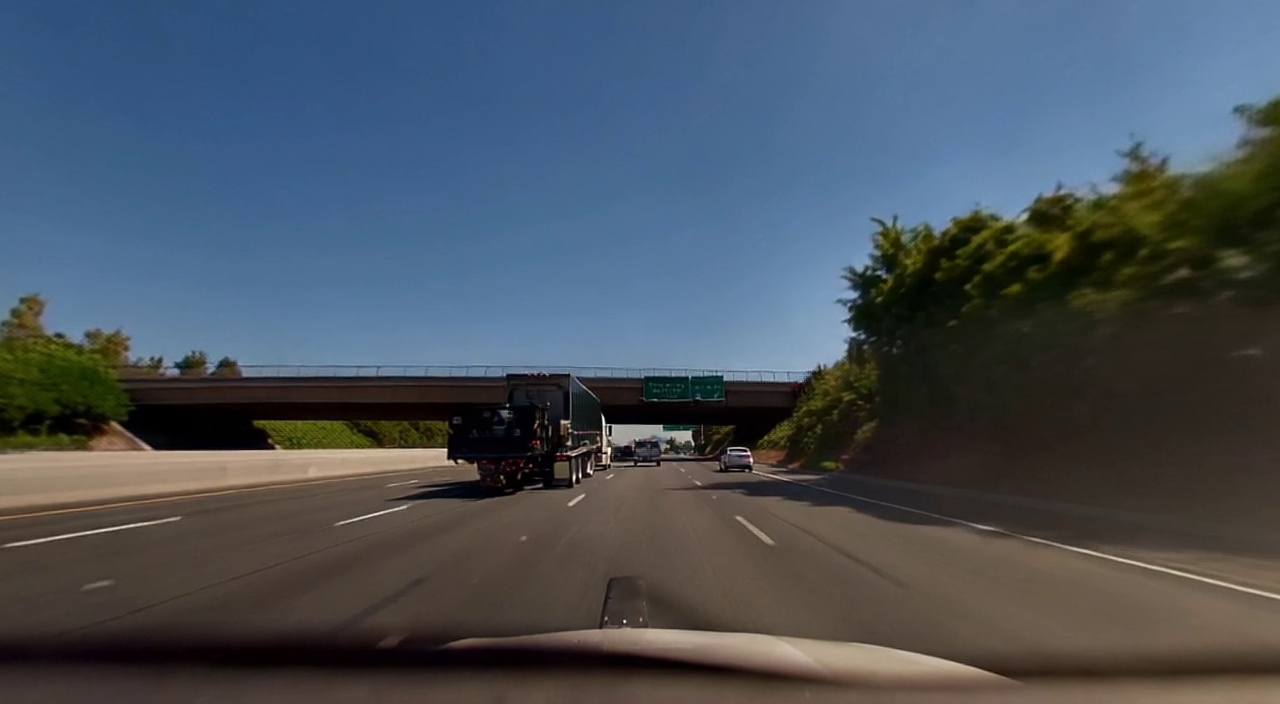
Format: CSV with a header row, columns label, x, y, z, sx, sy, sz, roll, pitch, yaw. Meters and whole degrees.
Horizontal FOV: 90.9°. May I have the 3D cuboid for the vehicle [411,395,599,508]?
label,x,y,z,sx,sy,sz,roll,pitch,yaw
vehicle,-3.414,3.366,21.782,2.854,2.379,16.653,0,-9,0

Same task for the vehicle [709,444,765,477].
label,x,y,z,sx,sy,sz,roll,pitch,yaw
vehicle,4.589,5.201,30.586,1.993,1.474,4.230,0,-8,-1

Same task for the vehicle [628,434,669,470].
label,x,y,z,sx,sy,sz,roll,pitch,yaw
vehicle,0.521,6.125,38.637,2.309,2.023,5.130,0,-8,1

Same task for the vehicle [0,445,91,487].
label,x,y,z,sx,sy,sz,roll,pitch,yaw
vehicle,-24.422,4.407,24.565,1.839,1.498,4.622,0,-8,1
